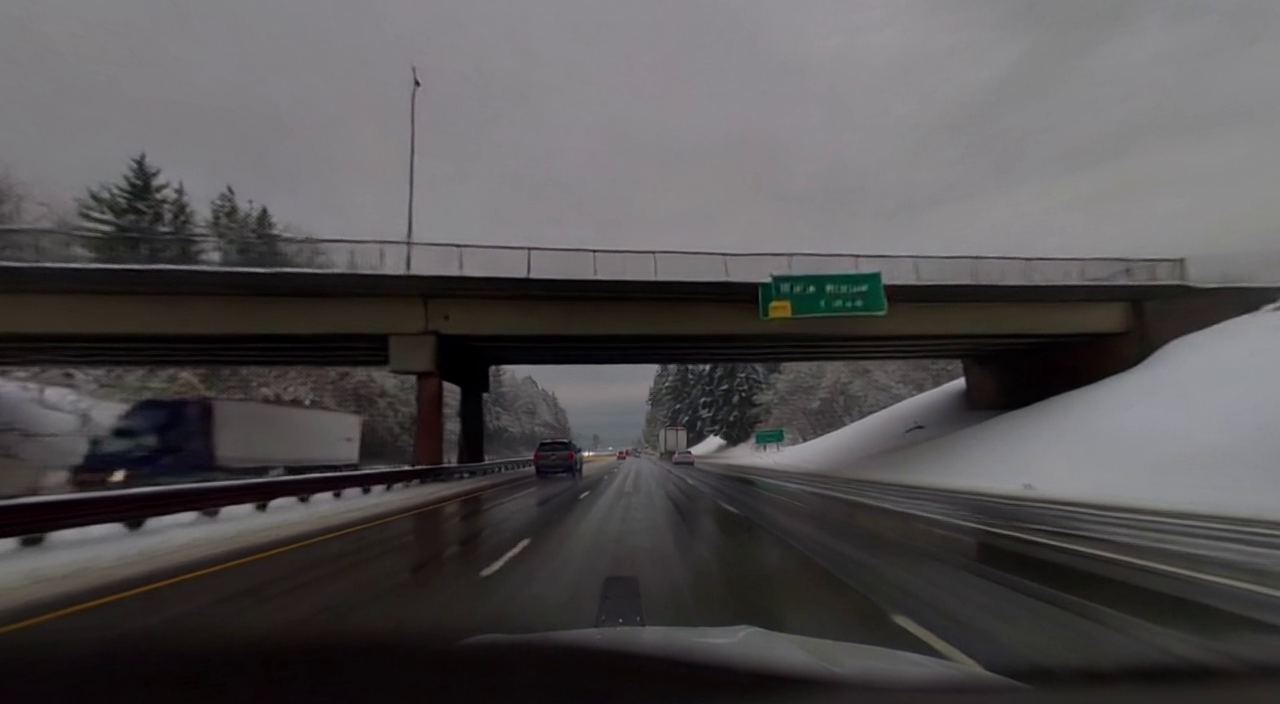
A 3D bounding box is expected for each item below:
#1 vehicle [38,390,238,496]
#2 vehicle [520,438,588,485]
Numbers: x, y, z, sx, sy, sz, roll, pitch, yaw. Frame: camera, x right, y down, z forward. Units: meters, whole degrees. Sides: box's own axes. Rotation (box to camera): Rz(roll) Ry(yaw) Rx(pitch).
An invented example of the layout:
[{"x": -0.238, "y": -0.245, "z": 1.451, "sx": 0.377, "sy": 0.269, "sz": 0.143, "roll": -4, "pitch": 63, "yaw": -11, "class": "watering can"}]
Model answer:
[{"x": -20.079, "y": 3.745, "z": 25.876, "sx": 2.995, "sy": 3.822, "sz": 6.024, "roll": 0, "pitch": -9, "yaw": 0, "class": "vehicle"}, {"x": -3.556, "y": 4.645, "z": 26.972, "sx": 2.238, "sy": 1.792, "sz": 4.518, "roll": 0, "pitch": -9, "yaw": 0, "class": "vehicle"}]
